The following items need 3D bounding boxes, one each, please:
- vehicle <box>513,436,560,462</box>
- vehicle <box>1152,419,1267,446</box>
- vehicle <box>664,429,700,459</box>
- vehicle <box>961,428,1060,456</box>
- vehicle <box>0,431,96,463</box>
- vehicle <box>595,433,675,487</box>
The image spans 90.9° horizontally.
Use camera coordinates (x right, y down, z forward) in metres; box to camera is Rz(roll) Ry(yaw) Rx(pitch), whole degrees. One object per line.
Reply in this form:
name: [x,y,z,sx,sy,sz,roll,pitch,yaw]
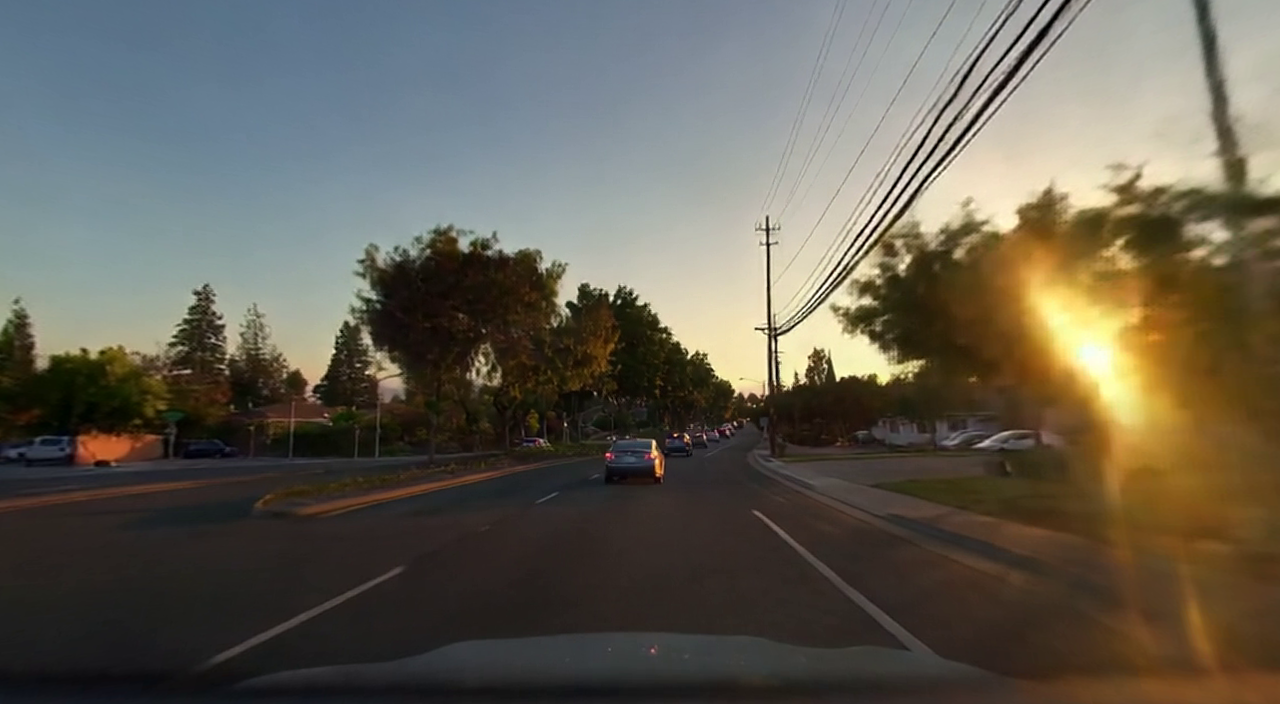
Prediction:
vehicle: [-6.504,6.144,39.995,1.983,1.485,4.159,-1,-8,4]
vehicle: [34.029,4.858,37.806,4.628,1.467,1.923,-2,-9,13]
vehicle: [3.012,6.503,44.588,2.158,1.939,4.935,-1,-9,8]
vehicle: [22.073,5.391,37.705,4.674,1.500,1.889,1,-9,9]
vehicle: [-33.351,5.394,35.316,1.857,1.580,4.336,0,-11,-1]
vehicle: [-0.025,3.299,19.518,2.117,1.474,4.036,-1,-8,5]
